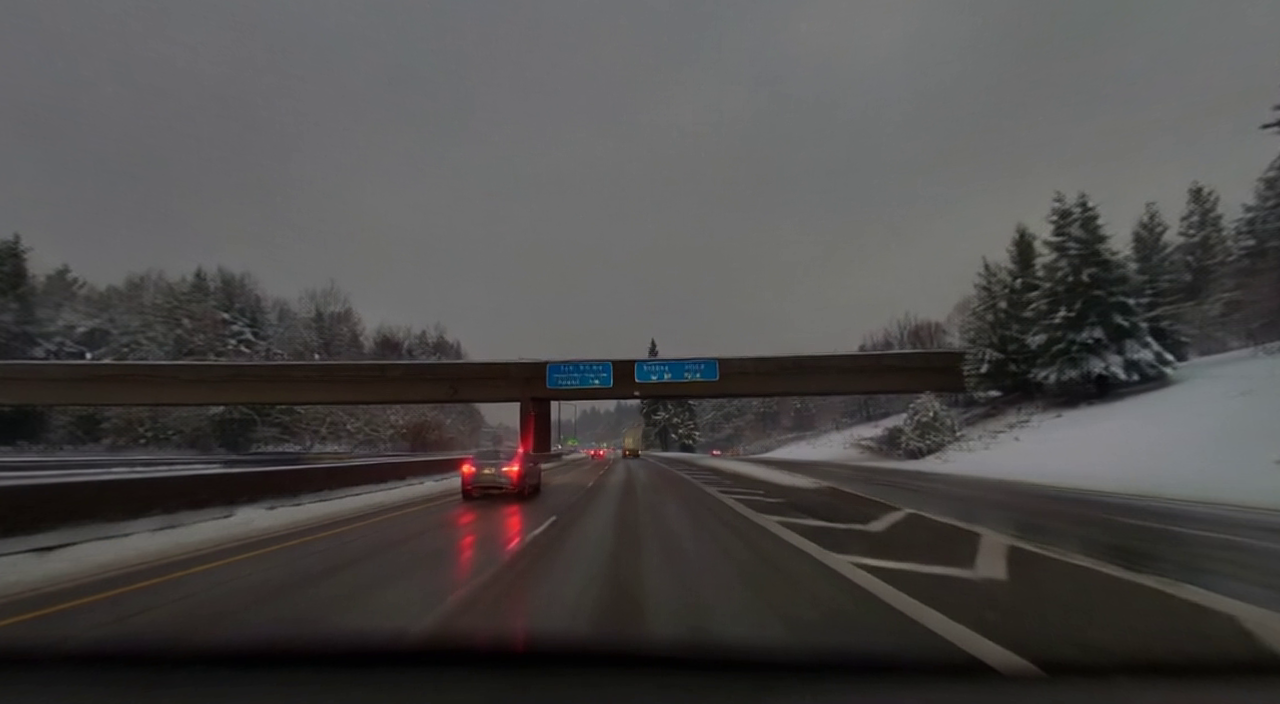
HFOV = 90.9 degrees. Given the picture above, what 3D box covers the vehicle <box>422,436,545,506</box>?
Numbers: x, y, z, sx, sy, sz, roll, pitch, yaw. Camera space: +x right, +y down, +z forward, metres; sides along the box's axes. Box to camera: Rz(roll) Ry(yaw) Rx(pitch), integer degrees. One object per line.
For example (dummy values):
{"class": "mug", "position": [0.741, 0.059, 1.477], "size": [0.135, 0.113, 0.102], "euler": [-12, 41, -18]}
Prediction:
{"class": "vehicle", "position": [-3.837, 3.010, 16.284], "size": [2.070, 1.564, 4.145], "euler": [0, -9, 1]}
